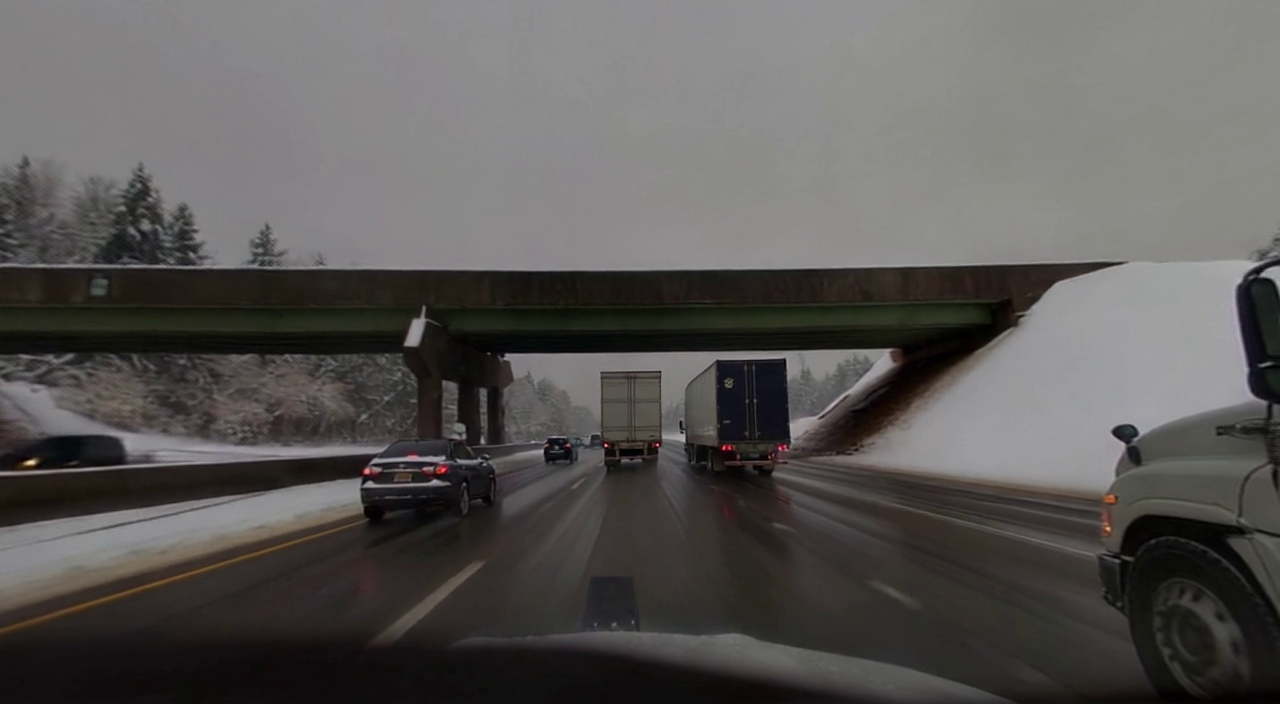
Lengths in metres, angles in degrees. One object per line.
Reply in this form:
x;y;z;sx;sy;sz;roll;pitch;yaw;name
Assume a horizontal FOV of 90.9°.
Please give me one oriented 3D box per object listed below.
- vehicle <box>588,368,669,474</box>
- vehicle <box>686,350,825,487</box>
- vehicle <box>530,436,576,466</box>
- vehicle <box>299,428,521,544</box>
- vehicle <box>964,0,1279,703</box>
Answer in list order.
-0.471;3.345;29.428;3.090;4.065;10.702;0;-8;0;vehicle
3.681;2.658;23.638;2.817;3.886;11.491;0;-8;-1;vehicle
-4.574;5.254;33.620;2.049;1.483;3.786;0;-8;-2;vehicle
-3.371;2.029;10.391;1.894;1.460;4.662;0;-8;0;vehicle
3.953;-0.378;1.428;3.074;3.896;5.910;0;-8;-1;vehicle
